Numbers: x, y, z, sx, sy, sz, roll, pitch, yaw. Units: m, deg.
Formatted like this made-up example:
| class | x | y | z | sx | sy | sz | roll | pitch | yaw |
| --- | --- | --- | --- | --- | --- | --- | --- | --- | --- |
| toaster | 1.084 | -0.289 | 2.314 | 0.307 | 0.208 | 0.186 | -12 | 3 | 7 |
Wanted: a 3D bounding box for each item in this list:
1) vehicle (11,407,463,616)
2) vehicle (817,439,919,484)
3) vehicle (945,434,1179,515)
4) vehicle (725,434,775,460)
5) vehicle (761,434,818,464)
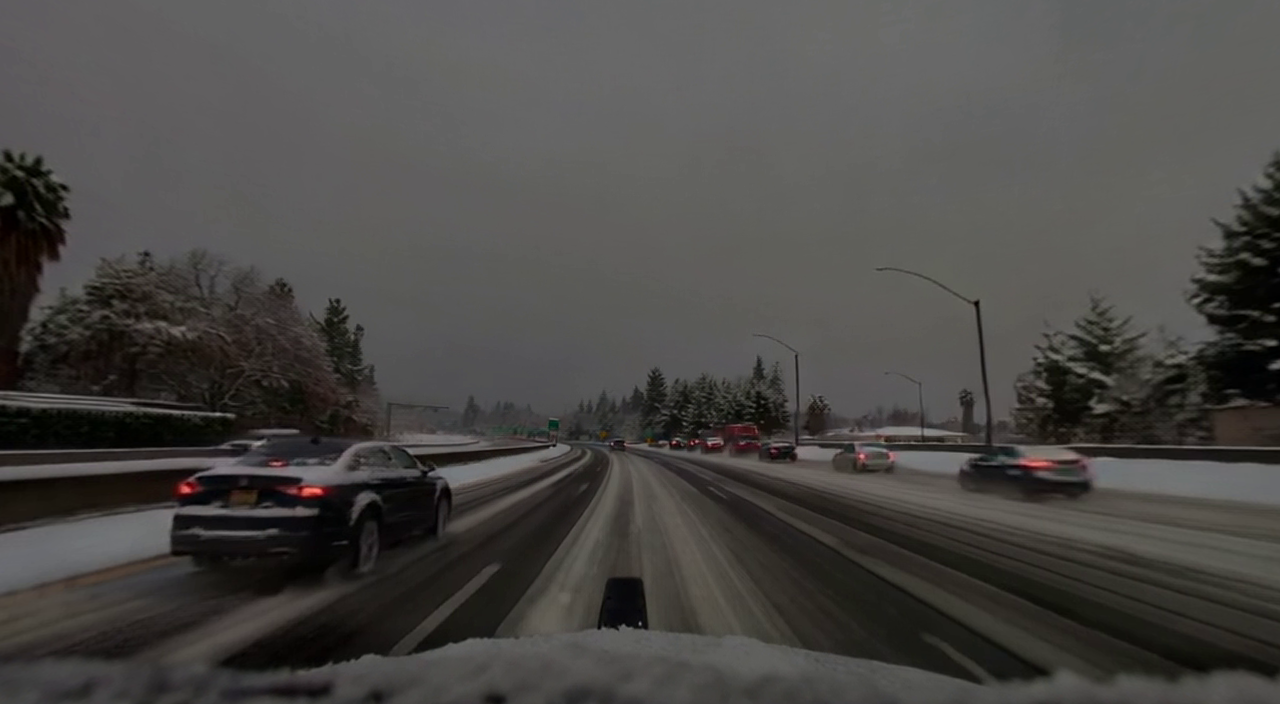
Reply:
| class | x | y | z | sx | sy | sz | roll | pitch | yaw |
| --- | --- | --- | --- | --- | --- | --- | --- | --- | --- |
| vehicle | -3.609 | 1.495 | 6.858 | 2.109 | 1.536 | 4.174 | 0 | -8 | 0 |
| vehicle | 8.300 | 4.008 | 23.444 | 1.984 | 1.477 | 4.385 | 0 | -8 | -2 |
| vehicle | 8.860 | 2.589 | 13.903 | 1.922 | 1.456 | 4.626 | 0 | -8 | -1 |
| vehicle | 7.598 | 6.664 | 44.350 | 2.345 | 1.637 | 5.558 | 0 | -8 | -2 |
| vehicle | 8.370 | 5.482 | 35.785 | 1.957 | 1.584 | 4.272 | 0 | -8 | -4 |
